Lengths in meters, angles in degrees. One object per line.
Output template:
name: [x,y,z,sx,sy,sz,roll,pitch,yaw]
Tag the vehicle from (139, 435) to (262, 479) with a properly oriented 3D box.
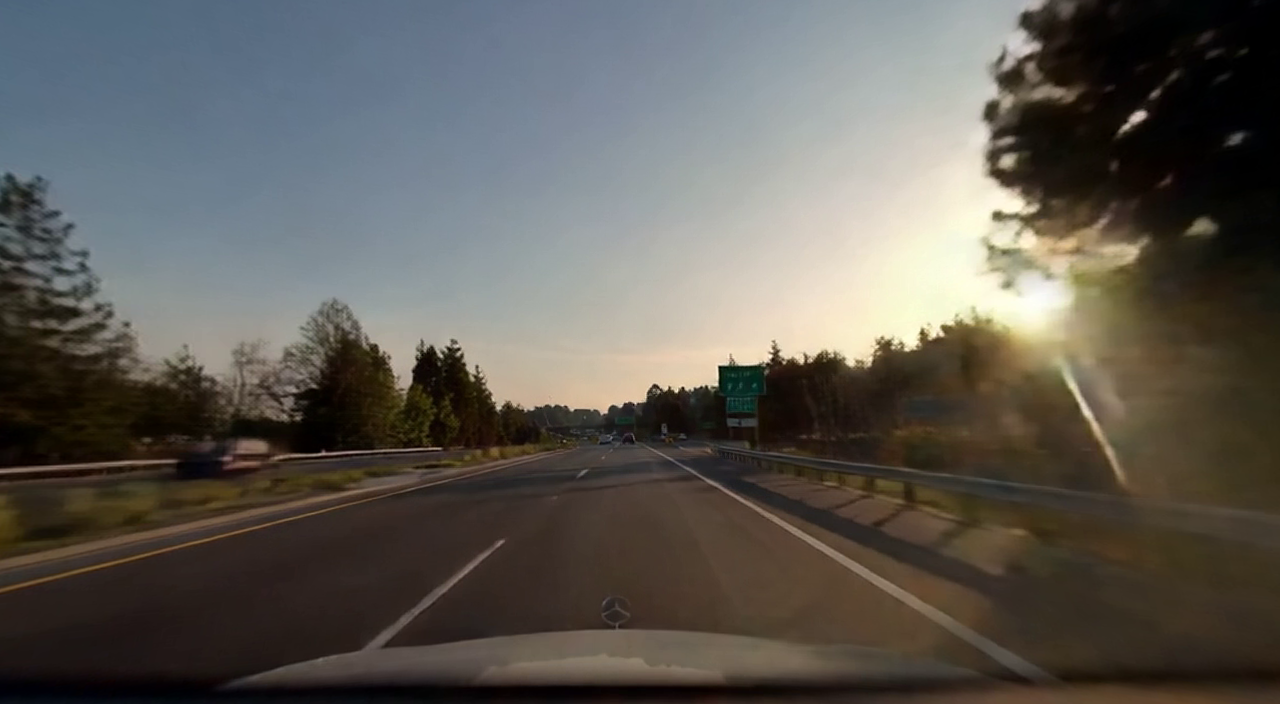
vehicle: [-16.549,3.931,24.007,1.736,1.495,4.113,0,-8,-1]
